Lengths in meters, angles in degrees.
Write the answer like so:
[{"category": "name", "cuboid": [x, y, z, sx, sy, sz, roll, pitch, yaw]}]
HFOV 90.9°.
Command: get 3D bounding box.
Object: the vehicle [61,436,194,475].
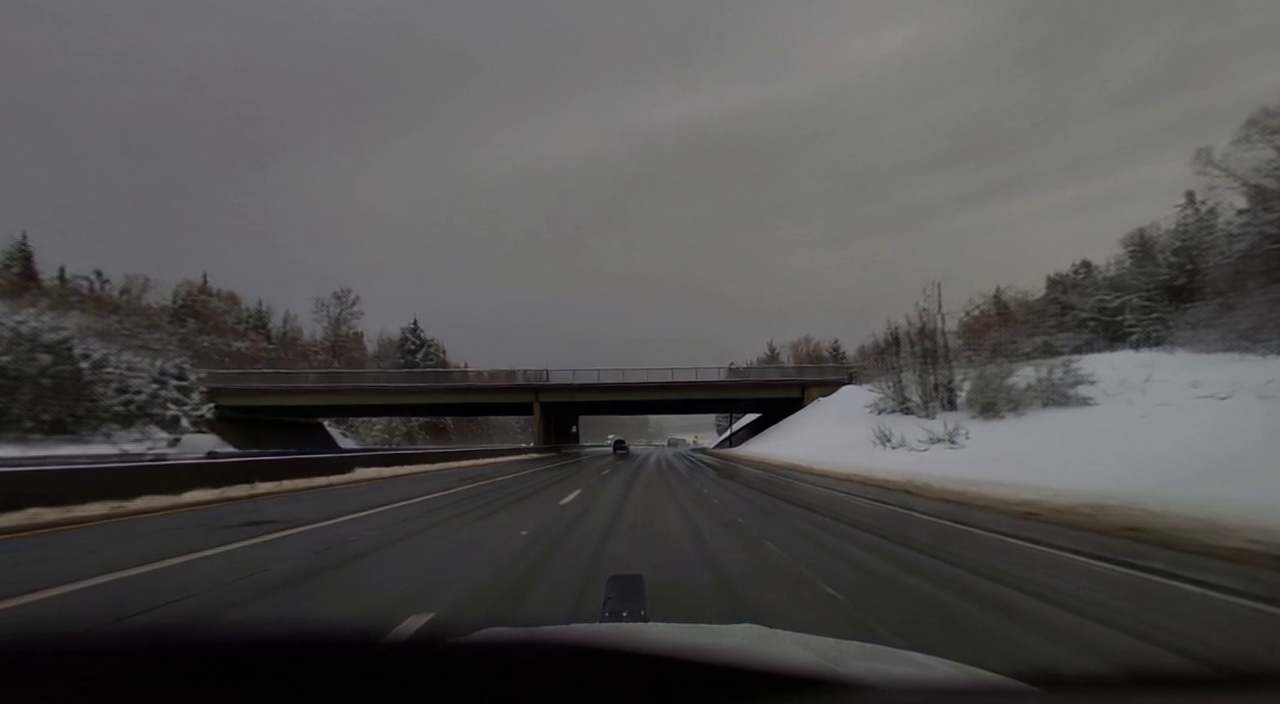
[{"category": "vehicle", "cuboid": [-24.666, 5.014, 30.669, 1.961, 1.717, 5.260, 0, -9, 1]}]
